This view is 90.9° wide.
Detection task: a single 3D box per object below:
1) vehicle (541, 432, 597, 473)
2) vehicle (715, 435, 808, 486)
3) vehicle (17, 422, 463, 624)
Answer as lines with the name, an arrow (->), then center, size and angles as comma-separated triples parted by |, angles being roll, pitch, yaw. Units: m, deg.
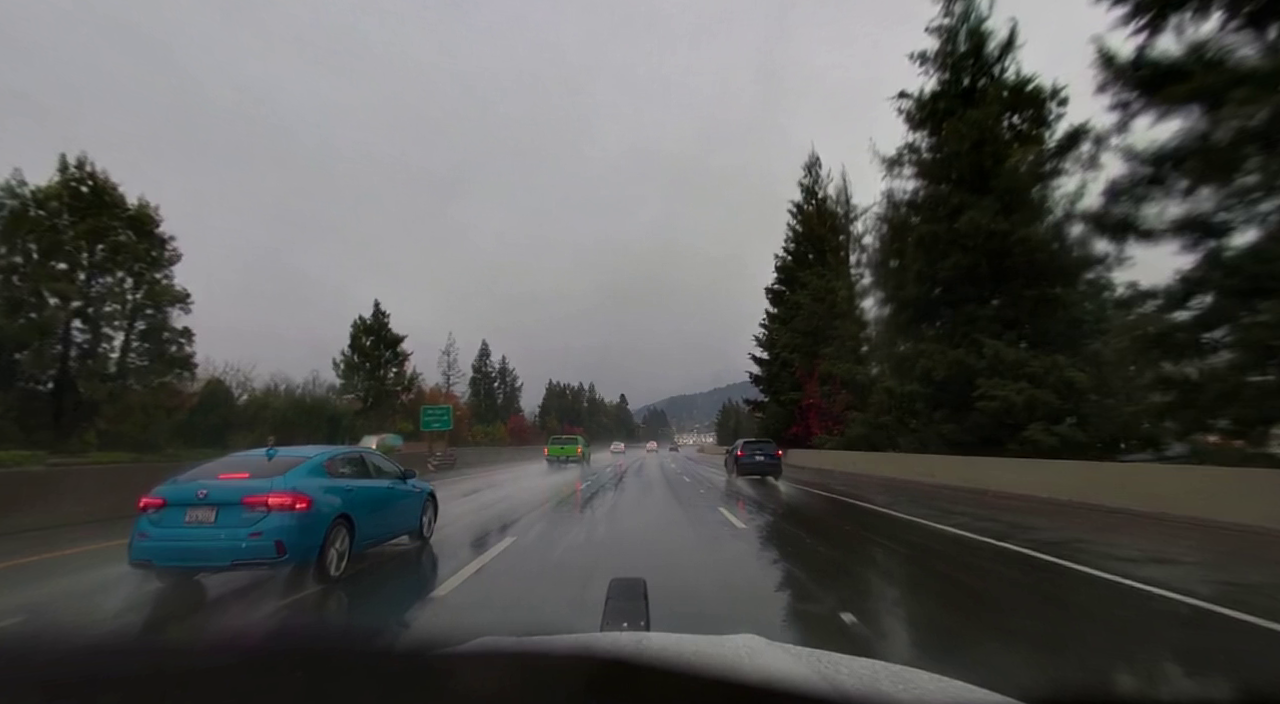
vehicle -> -3.363, 4.902, 30.844 | 2.122, 1.847, 4.696 | 0, -8, 1
vehicle -> 3.847, 3.529, 20.812 | 2.100, 1.472, 4.533 | 0, -8, -1
vehicle -> -3.600, 1.592, 6.954 | 1.948, 1.475, 4.461 | 0, -8, 1
